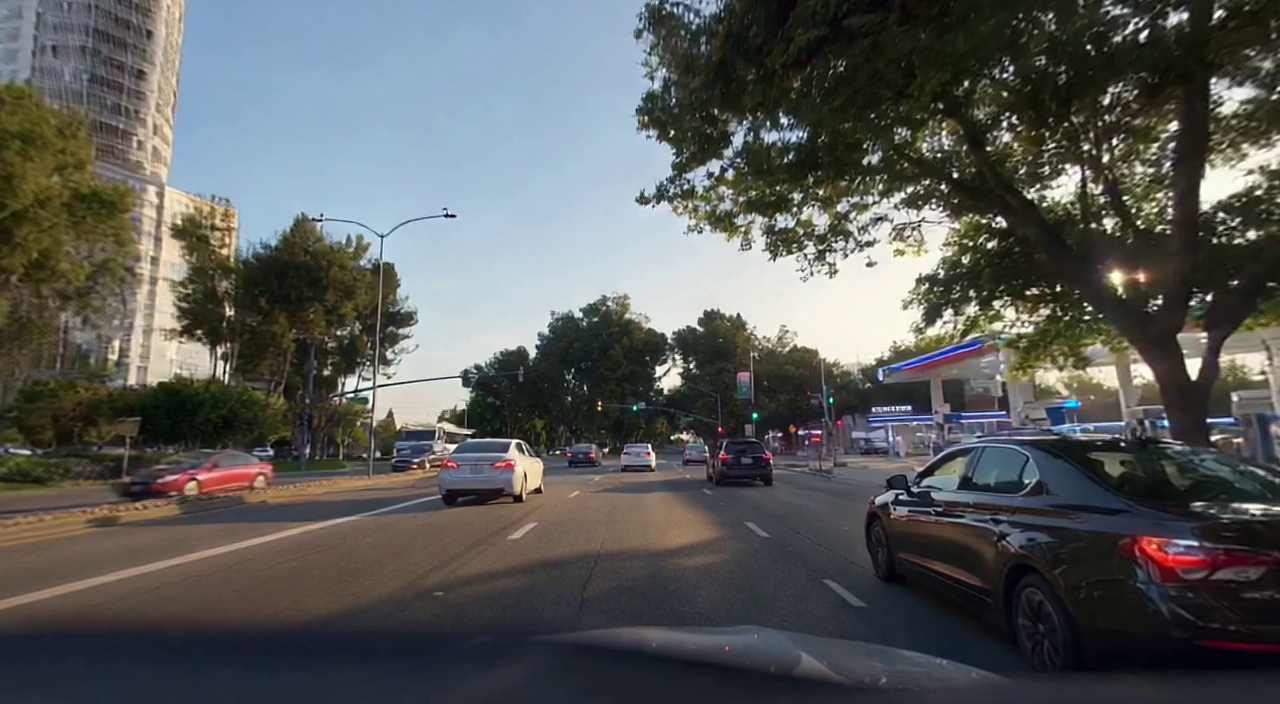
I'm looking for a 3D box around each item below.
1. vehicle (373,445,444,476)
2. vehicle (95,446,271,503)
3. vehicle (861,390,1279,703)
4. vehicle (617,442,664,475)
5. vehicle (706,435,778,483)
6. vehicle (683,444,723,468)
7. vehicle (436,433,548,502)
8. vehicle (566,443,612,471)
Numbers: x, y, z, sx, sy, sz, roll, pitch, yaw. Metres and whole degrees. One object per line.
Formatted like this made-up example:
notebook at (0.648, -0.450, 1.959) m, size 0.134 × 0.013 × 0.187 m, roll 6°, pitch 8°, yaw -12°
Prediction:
vehicle at (-12.150, 5.679, 33.397) m, size 2.013 × 1.501 × 4.484 m, roll 0°, pitch -8°, yaw 1°
vehicle at (-13.030, 3.470, 18.371) m, size 2.012 × 1.458 × 4.134 m, roll 0°, pitch -8°, yaw 0°
vehicle at (3.423, 1.182, 4.306) m, size 2.038 × 1.499 × 4.868 m, roll 0°, pitch -8°, yaw 0°
vehicle at (0.011, 5.130, 30.616) m, size 2.104 × 1.477 × 4.591 m, roll 0°, pitch -8°, yaw 0°
vehicle at (3.805, 4.055, 24.189) m, size 2.022 × 1.683 × 4.171 m, roll 0°, pitch -8°, yaw 0°
vehicle at (4.043, 6.749, 41.052) m, size 2.174 × 1.462 × 4.400 m, roll 0°, pitch -8°, yaw 0°
vehicle at (-3.817, 3.039, 17.050) m, size 2.023 × 1.607 × 4.086 m, roll 0°, pitch -8°, yaw 0°
vehicle at (-2.872, 5.994, 36.139) m, size 2.192 × 1.463 × 4.211 m, roll 0°, pitch -8°, yaw 1°
